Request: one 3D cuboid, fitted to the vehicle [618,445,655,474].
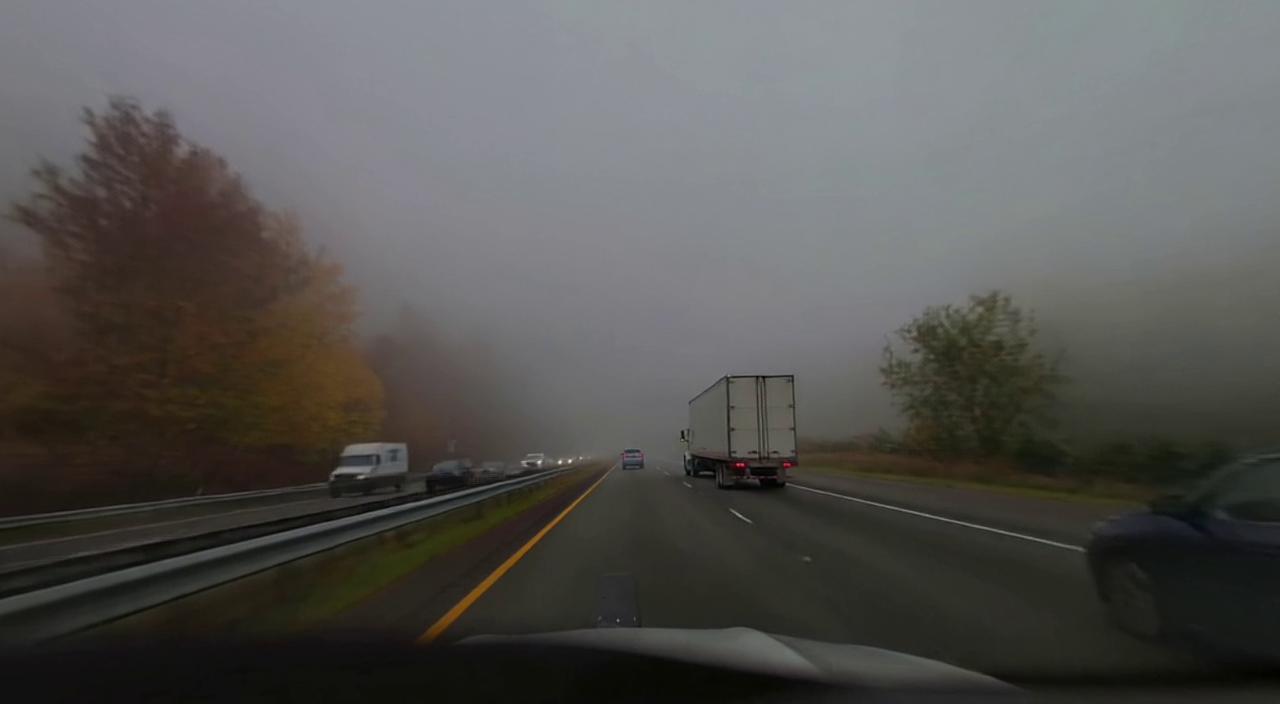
[{"bbox_3d":[-0.250,6.702,39.207,2.168,1.705,4.272,0,-9,-1],"label":"vehicle"}]

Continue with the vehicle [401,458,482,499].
[{"bbox_3d":[-8.413,5.387,27.074,1.990,1.528,4.661,-1,-9,0],"label":"vehicle"}]

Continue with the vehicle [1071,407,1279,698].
[{"bbox_3d":[4.352,0.942,2.647,1.997,1.504,4.236,0,-9,0],"label":"vehicle"}]

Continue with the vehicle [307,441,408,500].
[{"bbox_3d":[-14.243,5.974,32.112,2.353,2.651,5.953,-1,-9,0],"label":"vehicle"}]
